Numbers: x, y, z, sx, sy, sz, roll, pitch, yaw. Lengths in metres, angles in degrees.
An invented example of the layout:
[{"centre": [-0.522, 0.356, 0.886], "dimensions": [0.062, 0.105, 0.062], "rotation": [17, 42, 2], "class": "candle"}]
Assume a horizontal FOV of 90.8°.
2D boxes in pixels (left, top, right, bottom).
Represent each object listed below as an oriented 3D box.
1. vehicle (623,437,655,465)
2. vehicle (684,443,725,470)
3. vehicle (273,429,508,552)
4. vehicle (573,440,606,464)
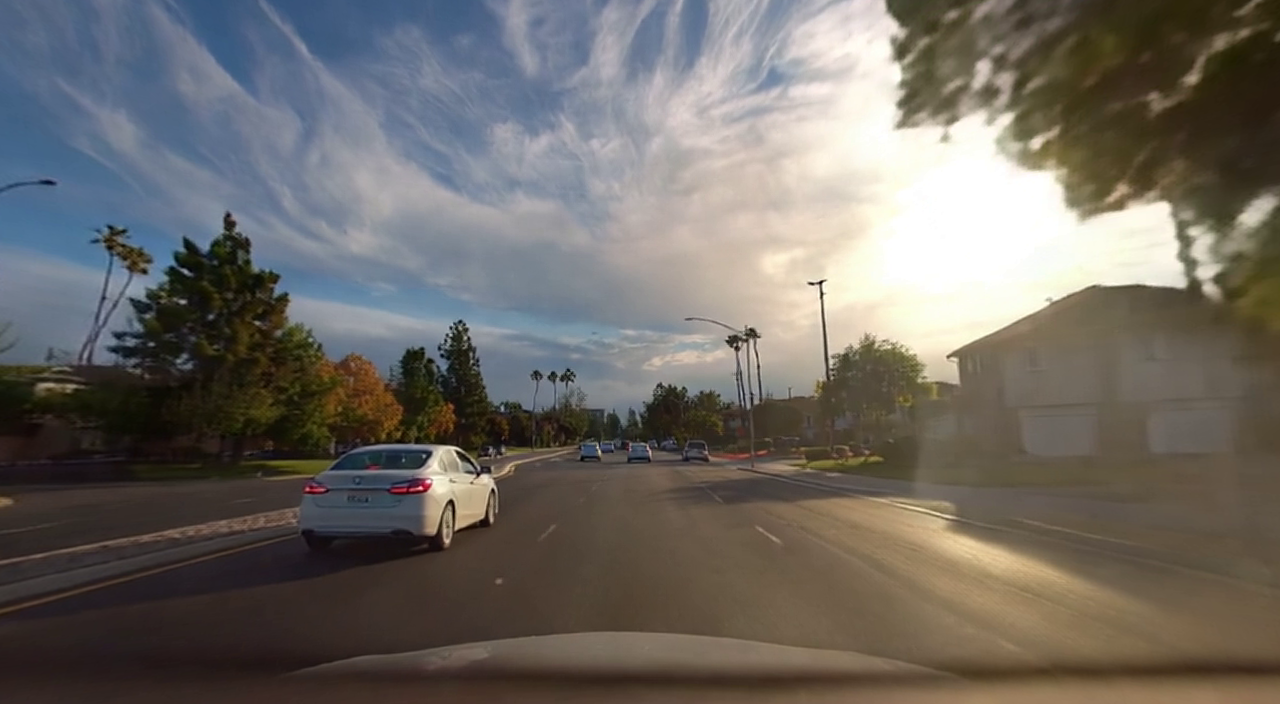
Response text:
[{"centre": [-0.087, 6.663, 42.763], "dimensions": [2.043, 1.734, 4.253], "rotation": [1, -8, -2], "class": "vehicle"}, {"centre": [3.691, 6.034, 36.815], "dimensions": [1.830, 1.451, 4.009], "rotation": [1, -8, -2], "class": "vehicle"}, {"centre": [-3.461, 1.984, 9.868], "dimensions": [1.844, 1.451, 4.543], "rotation": [0, -8, 0], "class": "vehicle"}, {"centre": [-3.490, 6.921, 44.012], "dimensions": [2.000, 1.569, 3.794], "rotation": [0, -8, -1], "class": "vehicle"}]
